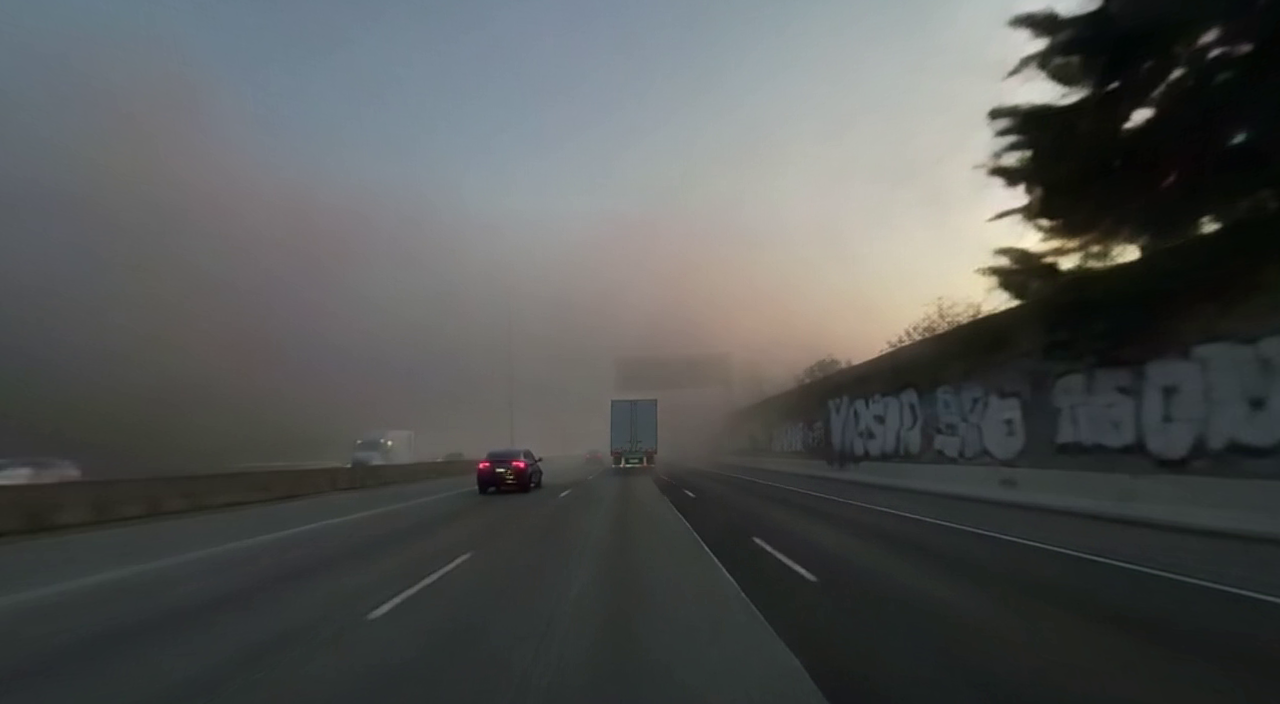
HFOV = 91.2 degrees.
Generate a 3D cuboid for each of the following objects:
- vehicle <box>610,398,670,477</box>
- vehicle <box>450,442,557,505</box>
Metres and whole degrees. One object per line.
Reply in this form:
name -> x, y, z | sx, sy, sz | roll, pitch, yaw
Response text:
vehicle -> -0.108, 5.212, 37.506 | 3.042, 4.023, 10.832 | 0, -9, -1
vehicle -> -3.718, 3.395, 17.892 | 2.158, 1.538, 4.047 | 0, -9, 0
